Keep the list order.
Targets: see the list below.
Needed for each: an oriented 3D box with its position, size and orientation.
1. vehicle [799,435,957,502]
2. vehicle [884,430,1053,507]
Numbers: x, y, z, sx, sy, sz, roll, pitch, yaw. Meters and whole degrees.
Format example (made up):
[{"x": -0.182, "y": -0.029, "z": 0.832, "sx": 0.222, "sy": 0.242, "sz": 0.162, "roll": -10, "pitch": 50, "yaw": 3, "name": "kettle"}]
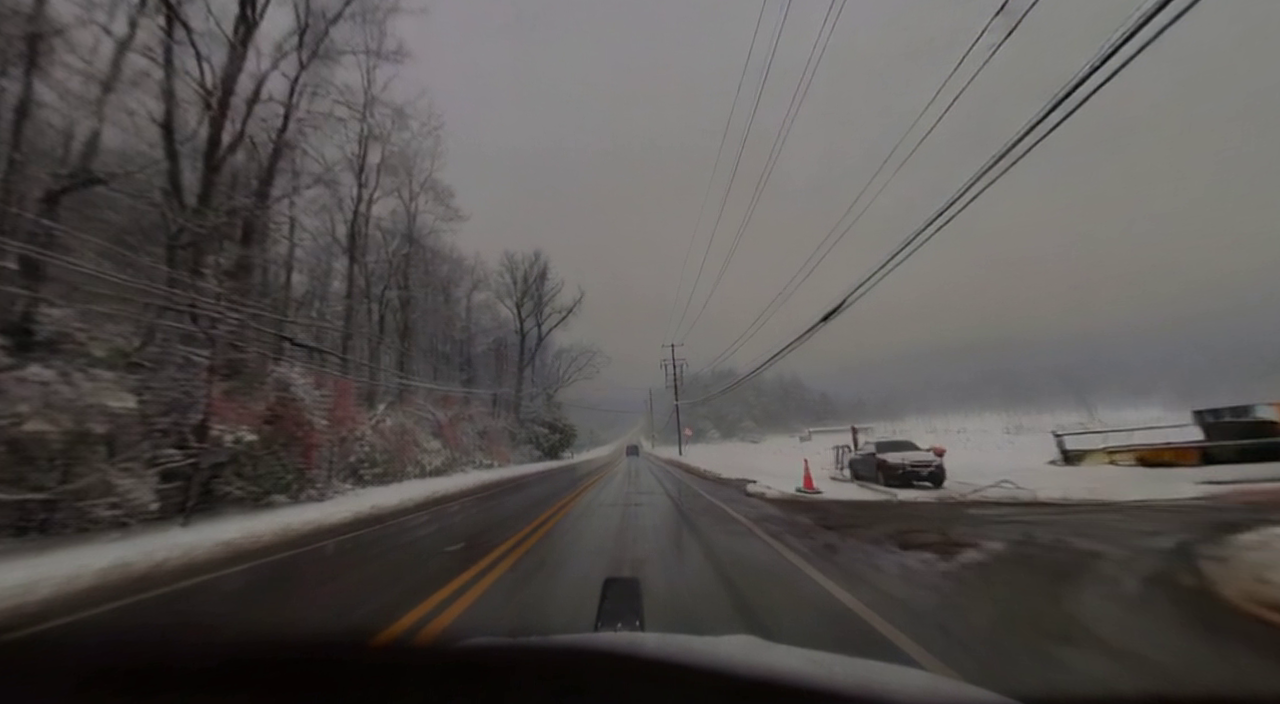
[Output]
[{"x": 7.261, "y": 3.523, "z": 19.193, "sx": 4.620, "sy": 1.820, "sz": 1.917, "roll": 6, "pitch": -10, "yaw": -29, "name": "vehicle"}, {"x": 8.886, "y": 3.170, "z": 17.009, "sx": 4.536, "sy": 1.796, "sz": 1.988, "roll": 8, "pitch": -13, "yaw": -33, "name": "vehicle"}]
